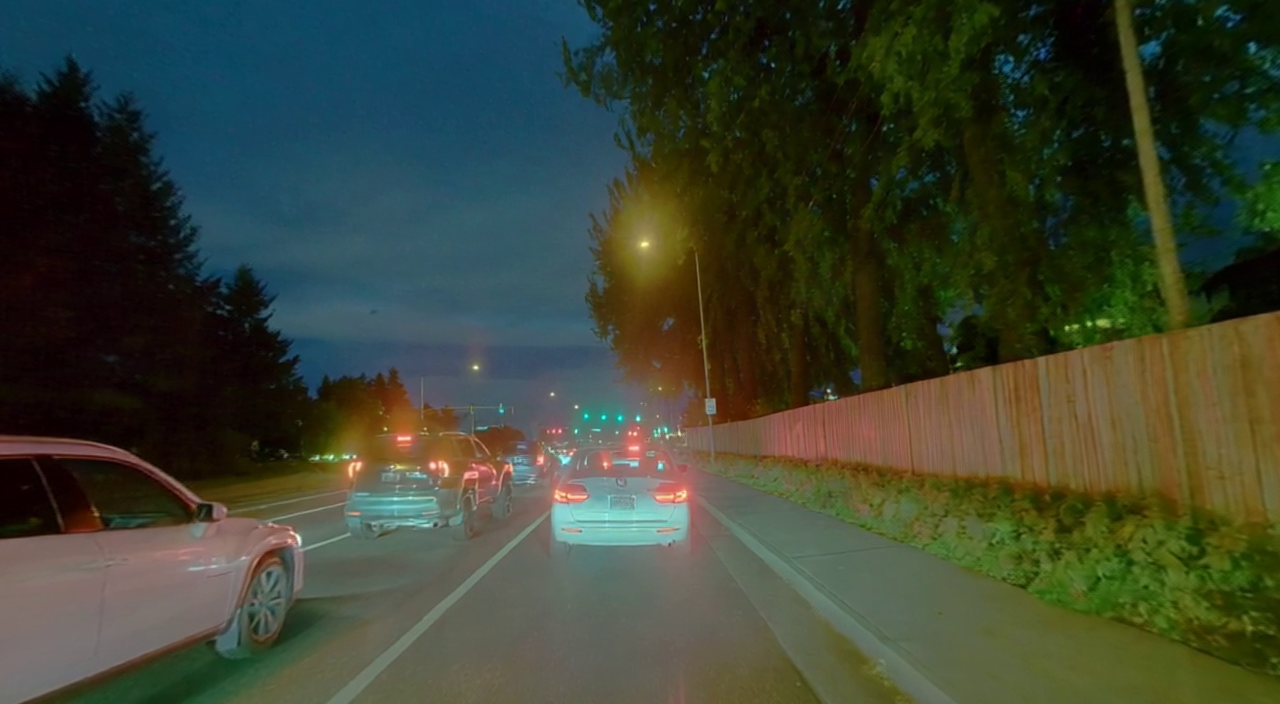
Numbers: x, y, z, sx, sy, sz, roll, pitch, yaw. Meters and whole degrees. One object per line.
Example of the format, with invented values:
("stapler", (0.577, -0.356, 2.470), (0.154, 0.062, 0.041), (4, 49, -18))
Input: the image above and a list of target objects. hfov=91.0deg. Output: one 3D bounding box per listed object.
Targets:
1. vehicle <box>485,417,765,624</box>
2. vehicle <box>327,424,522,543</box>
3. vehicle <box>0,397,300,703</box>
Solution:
("vehicle", (-0.136, 1.490, 6.498), (1.995, 1.460, 3.865), (0, -8, -1))
("vehicle", (-3.225, 2.036, 10.311), (1.850, 1.582, 3.688), (0, -8, 0))
("vehicle", (-3.157, 0.841, 1.604), (1.980, 1.520, 4.636), (0, -8, 0))
